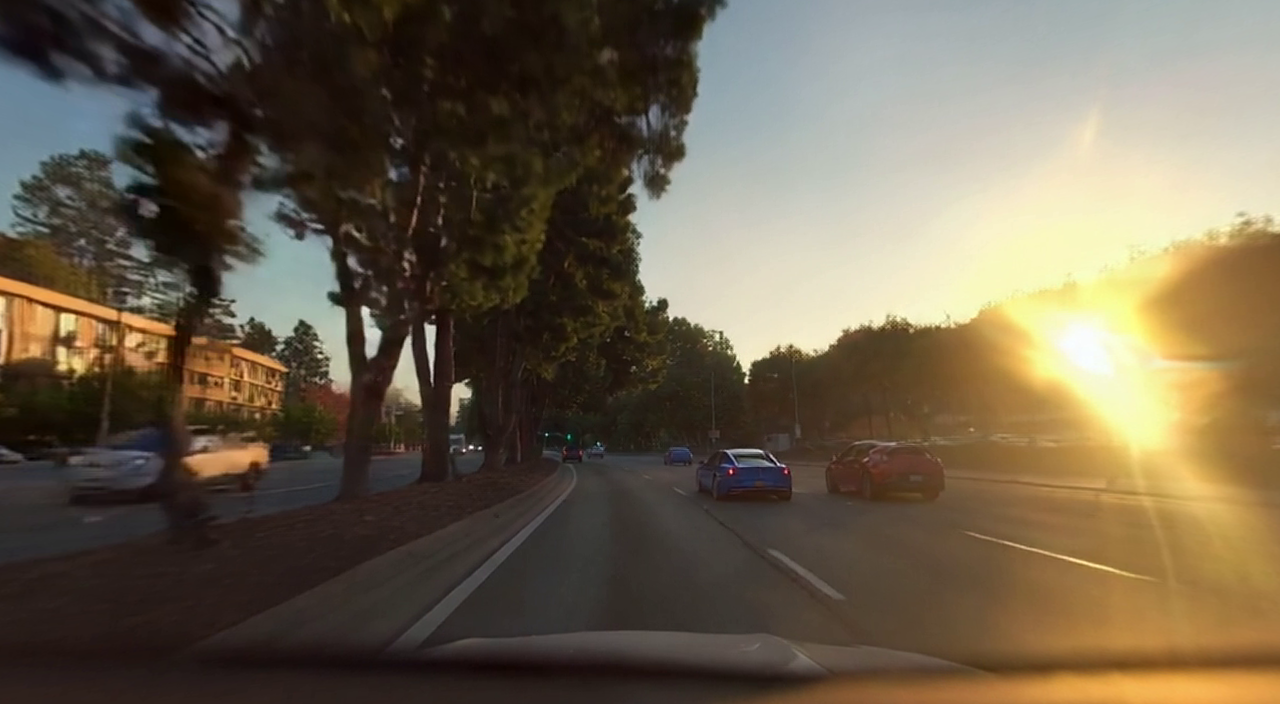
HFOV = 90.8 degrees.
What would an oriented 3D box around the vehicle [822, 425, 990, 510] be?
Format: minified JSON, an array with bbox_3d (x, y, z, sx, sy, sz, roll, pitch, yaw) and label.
[{"bbox_3d":[6.150,2.721,15.319,1.987,1.730,4.373,0,-9,-3],"label":"vehicle"}]

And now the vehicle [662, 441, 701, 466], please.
[{"bbox_3d":[2.908,7.220,44.997,1.931,1.685,4.054,1,-9,-9],"label":"vehicle"}]

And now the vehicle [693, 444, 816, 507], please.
[{"bbox_3d":[2.679,3.022,15.949,1.990,1.347,4.388,1,-9,-4],"label":"vehicle"}]

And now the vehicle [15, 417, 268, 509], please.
[{"bbox_3d":[-11.179,2.534,14.811,2.202,1.770,4.742,0,-9,-3],"label":"vehicle"}]
